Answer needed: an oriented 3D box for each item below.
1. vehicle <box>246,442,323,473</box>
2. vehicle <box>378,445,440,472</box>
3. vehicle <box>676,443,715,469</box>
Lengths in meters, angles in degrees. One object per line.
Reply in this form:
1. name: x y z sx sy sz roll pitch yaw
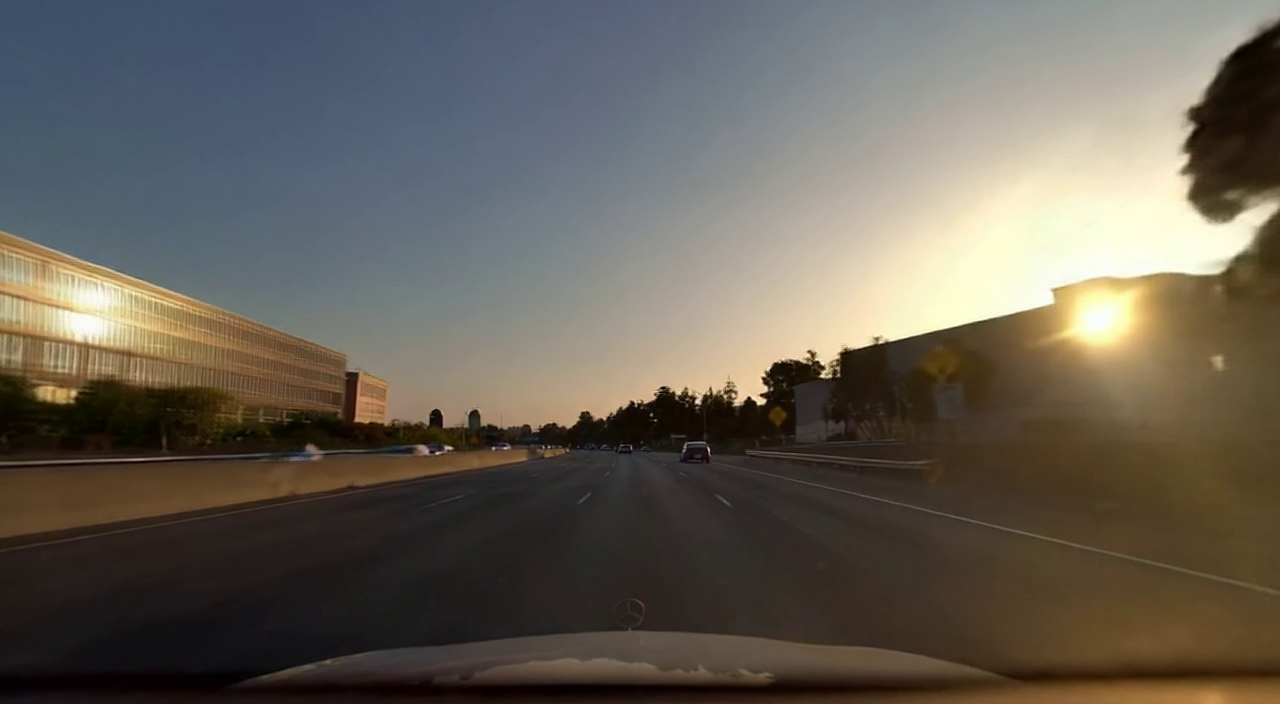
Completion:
1. vehicle: -20.584 6.103 36.707 1.927 1.707 4.389 0 -9 -1
2. vehicle: -13.503 6.235 37.154 1.926 1.470 4.614 0 -9 -1
3. vehicle: 3.441 6.522 39.705 1.926 1.477 4.025 0 -9 -2
